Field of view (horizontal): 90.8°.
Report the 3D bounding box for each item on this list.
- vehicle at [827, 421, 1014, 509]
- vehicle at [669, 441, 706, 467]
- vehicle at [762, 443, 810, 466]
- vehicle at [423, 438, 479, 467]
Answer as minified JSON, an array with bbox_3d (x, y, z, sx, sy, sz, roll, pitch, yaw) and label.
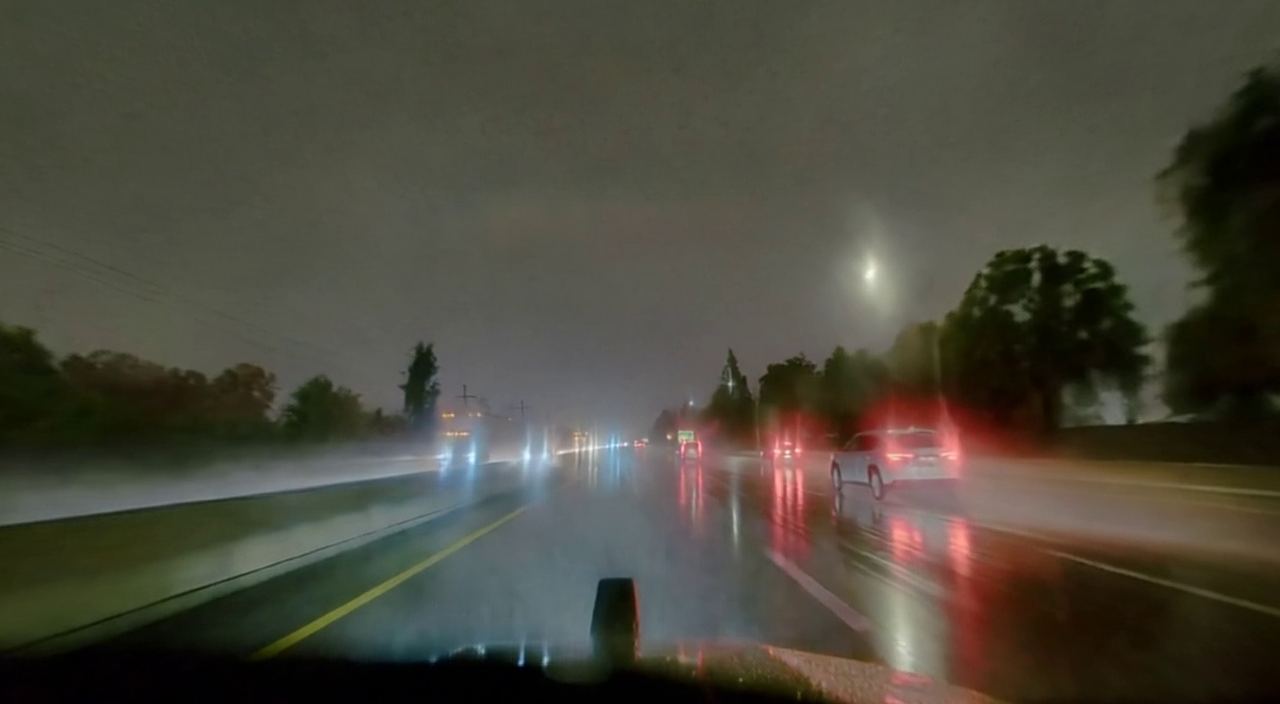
[{"bbox_3d":[6.785,2.807,16.230,2.244,1.858,5.414,0,-8,-1],"label":"vehicle"},{"bbox_3d":[3.075,6.755,41.984,2.018,1.600,4.121,0,-8,-2],"label":"vehicle"},{"bbox_3d":[10.264,7.257,44.906,1.987,1.502,5.130,0,-8,-2],"label":"vehicle"},{"bbox_3d":[-11.649,6.250,39.322,2.029,1.681,4.607,0,-8,0],"label":"vehicle"}]
